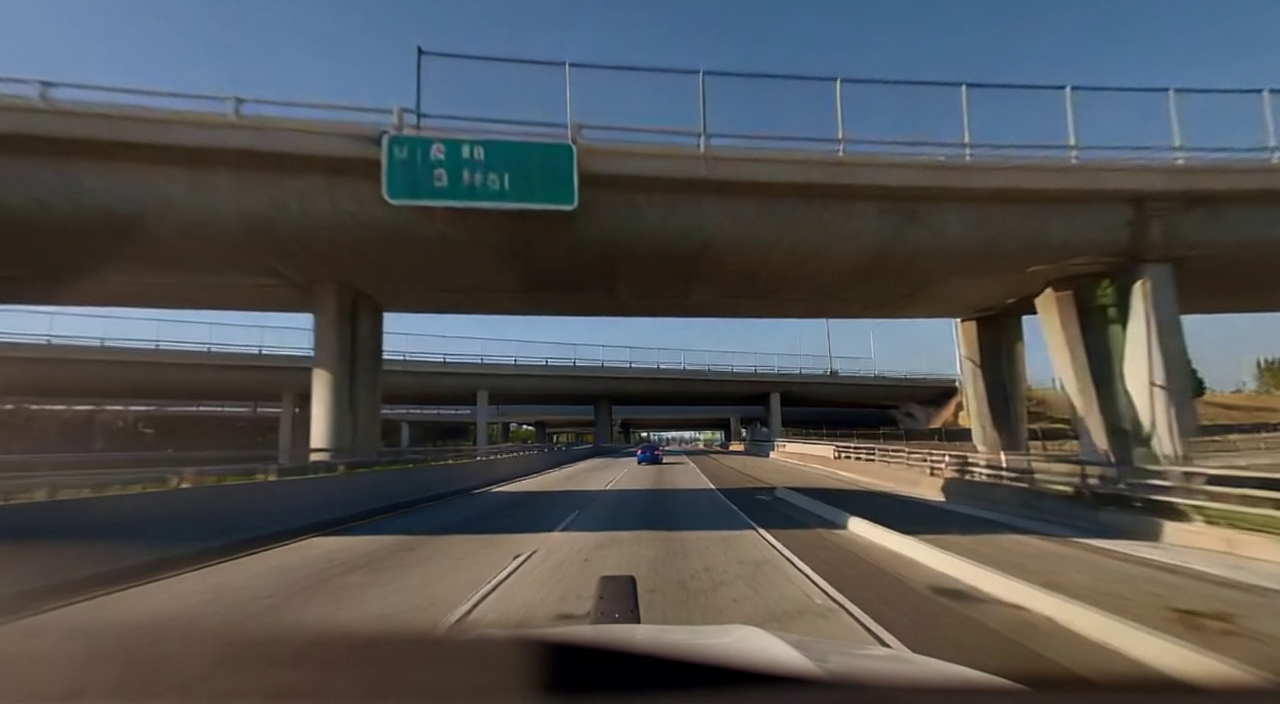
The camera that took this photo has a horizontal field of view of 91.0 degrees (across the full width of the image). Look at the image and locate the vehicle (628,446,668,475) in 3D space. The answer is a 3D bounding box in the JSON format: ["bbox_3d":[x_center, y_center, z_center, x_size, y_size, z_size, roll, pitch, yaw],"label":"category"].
[{"bbox_3d":[0.438,5.949,34.812,2.028,1.440,3.970,-1,-8,1],"label":"vehicle"}]
